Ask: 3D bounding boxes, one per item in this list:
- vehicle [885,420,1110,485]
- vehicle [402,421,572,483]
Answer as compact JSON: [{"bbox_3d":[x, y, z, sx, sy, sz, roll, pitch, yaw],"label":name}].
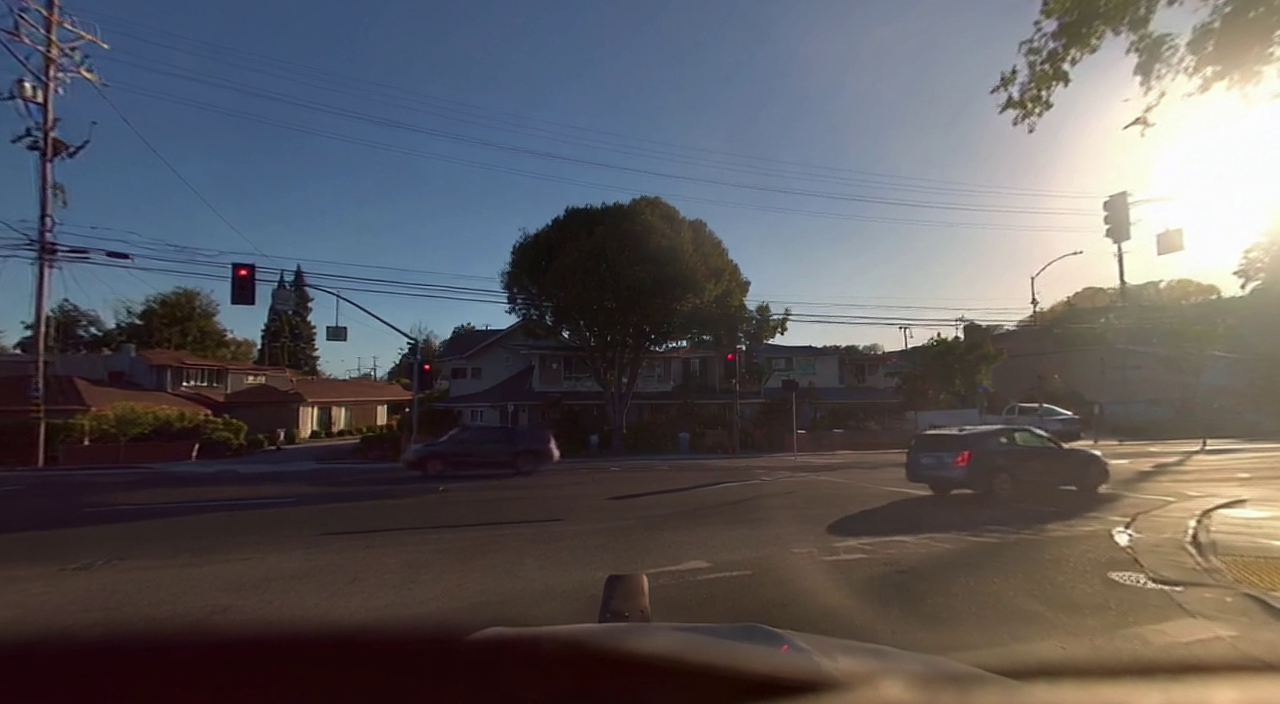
[{"bbox_3d":[8.746,2.455,15.566,4.757,1.442,1.858,2,-9,-14],"label":"vehicle"},{"bbox_3d":[-4.788,3.138,19.967,4.966,1.806,2.007,2,-9,-16],"label":"vehicle"}]
